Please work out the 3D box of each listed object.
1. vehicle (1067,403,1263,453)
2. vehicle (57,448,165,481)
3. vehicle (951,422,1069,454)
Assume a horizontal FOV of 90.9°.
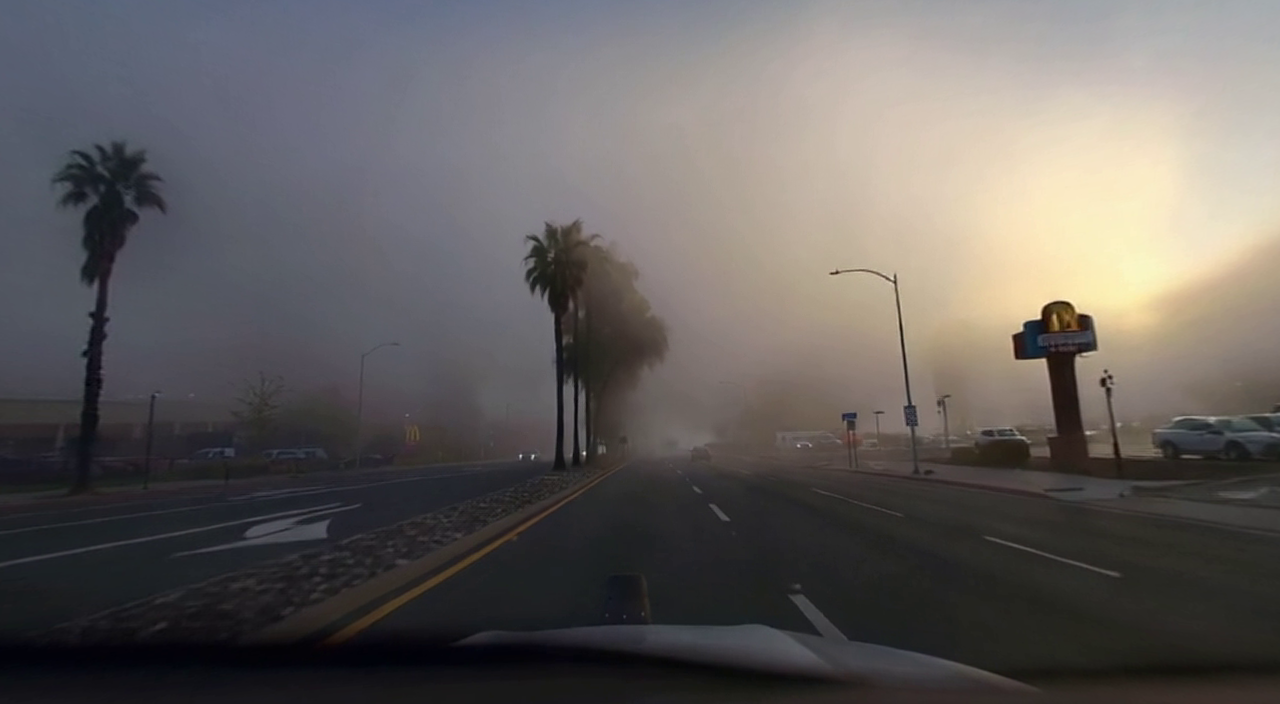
[{"bbox_3d":[19.228,2.855,23.333,5.123,1.730,2.183,-1,-8,3],"label":"vehicle"},{"bbox_3d":[-27.864,5.901,33.408,2.067,1.563,4.043,-1,-8,4],"label":"vehicle"},{"bbox_3d":[18.654,4.353,31.945,4.691,1.545,1.900,-1,-8,4],"label":"vehicle"}]
